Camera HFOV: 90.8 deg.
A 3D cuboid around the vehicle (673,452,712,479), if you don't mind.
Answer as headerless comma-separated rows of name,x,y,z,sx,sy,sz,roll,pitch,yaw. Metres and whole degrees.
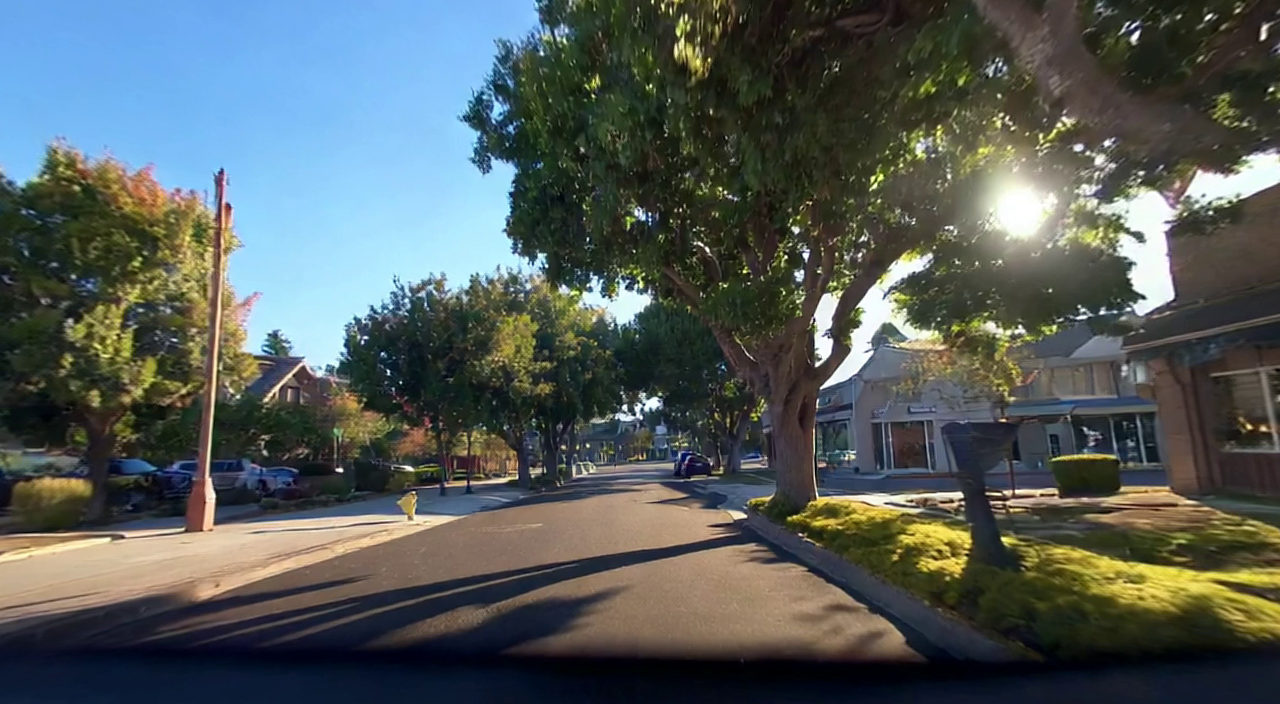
vehicle,3.162,6.967,39.027,2.064,1.532,4.596,0,-8,1
